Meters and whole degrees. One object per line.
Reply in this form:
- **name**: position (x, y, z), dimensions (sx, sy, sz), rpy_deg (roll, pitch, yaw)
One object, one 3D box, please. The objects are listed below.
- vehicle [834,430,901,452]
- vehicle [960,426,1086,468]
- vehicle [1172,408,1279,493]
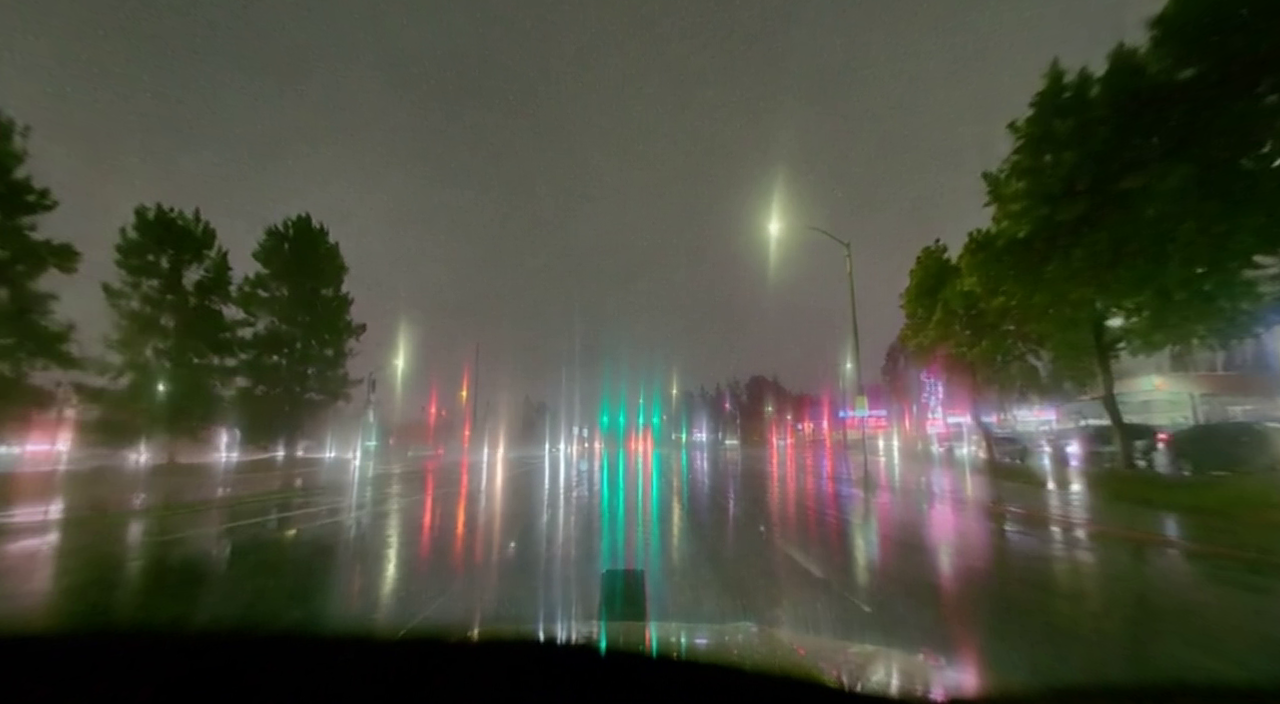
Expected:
- **vehicle**: position (17.664, 6.949, 49.135), dimensions (4.498, 1.671, 1.887), rpy_deg (-1, -8, 2)
- **vehicle**: position (17.123, 4.237, 28.350), dimensions (4.362, 1.455, 1.816), rpy_deg (-5, -7, 1)
- **vehicle**: position (15.946, 2.202, 14.876), dimensions (4.749, 1.785, 2.137), rpy_deg (-2, -7, 0)
